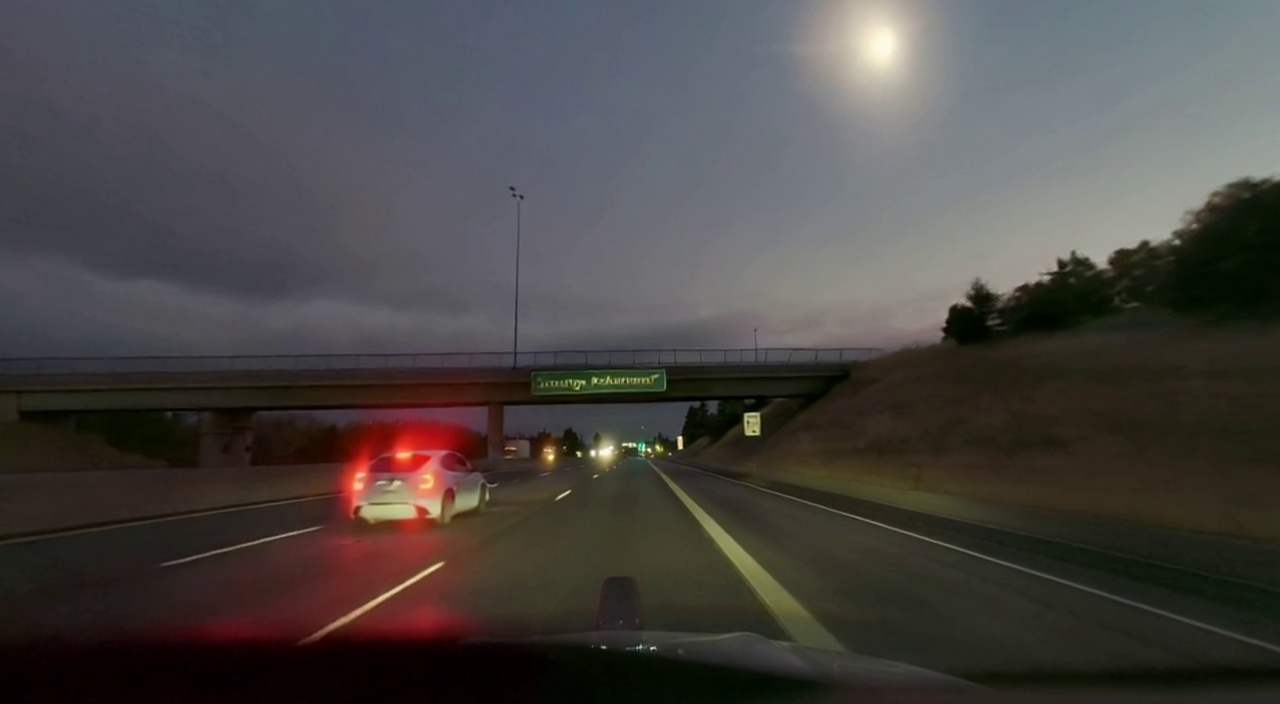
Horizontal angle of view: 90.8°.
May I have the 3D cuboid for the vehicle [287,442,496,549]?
[{"bbox_3d":[-4.028,2.378,11.137,1.992,1.504,4.117,0,-9,0],"label":"vehicle"}]
